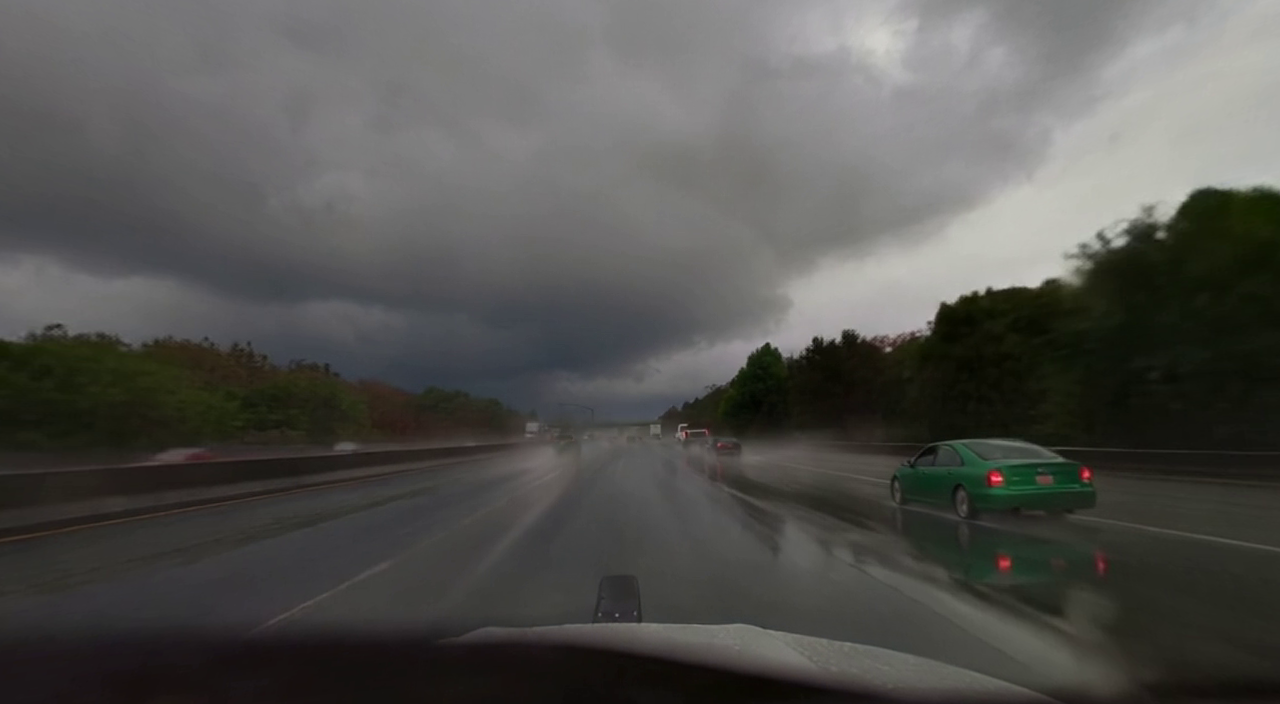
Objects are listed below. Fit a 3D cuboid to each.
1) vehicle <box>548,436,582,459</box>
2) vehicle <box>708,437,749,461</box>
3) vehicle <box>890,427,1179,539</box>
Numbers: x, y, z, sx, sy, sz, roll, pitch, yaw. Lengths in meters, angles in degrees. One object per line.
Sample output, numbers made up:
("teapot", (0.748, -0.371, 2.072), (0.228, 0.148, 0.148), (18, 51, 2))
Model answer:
("vehicle", (-5.208, 6.707, 44.358), (1.966, 1.570, 3.859), (0, -8, -1))
("vehicle", (5.601, 6.178, 40.171), (1.920, 1.436, 3.890), (0, -8, -2))
("vehicle", (6.146, 2.043, 10.608), (2.028, 1.488, 4.236), (0, -8, -2))
